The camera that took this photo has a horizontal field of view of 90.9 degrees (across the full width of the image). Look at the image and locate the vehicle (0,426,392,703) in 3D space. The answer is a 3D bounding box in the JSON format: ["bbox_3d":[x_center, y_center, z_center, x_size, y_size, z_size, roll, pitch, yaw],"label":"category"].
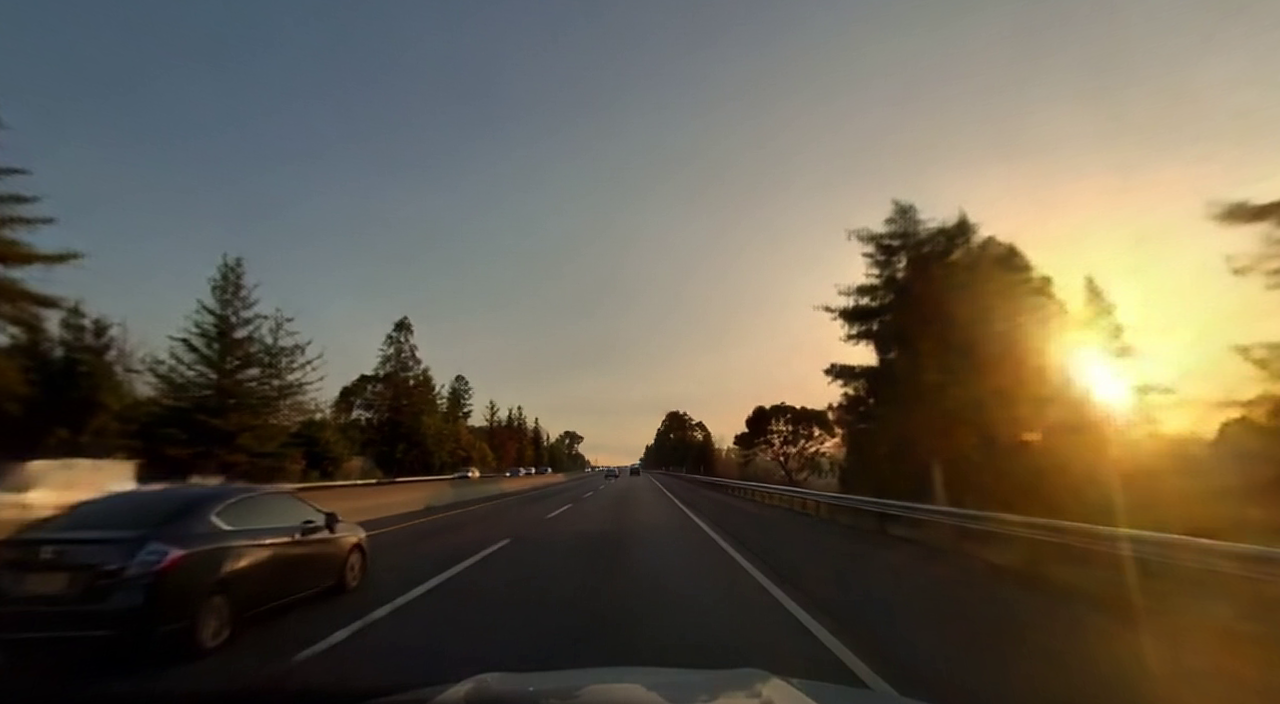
[{"bbox_3d":[-3.829,1.335,4.336,2.146,1.441,5.020,1,-11,0],"label":"vehicle"}]
